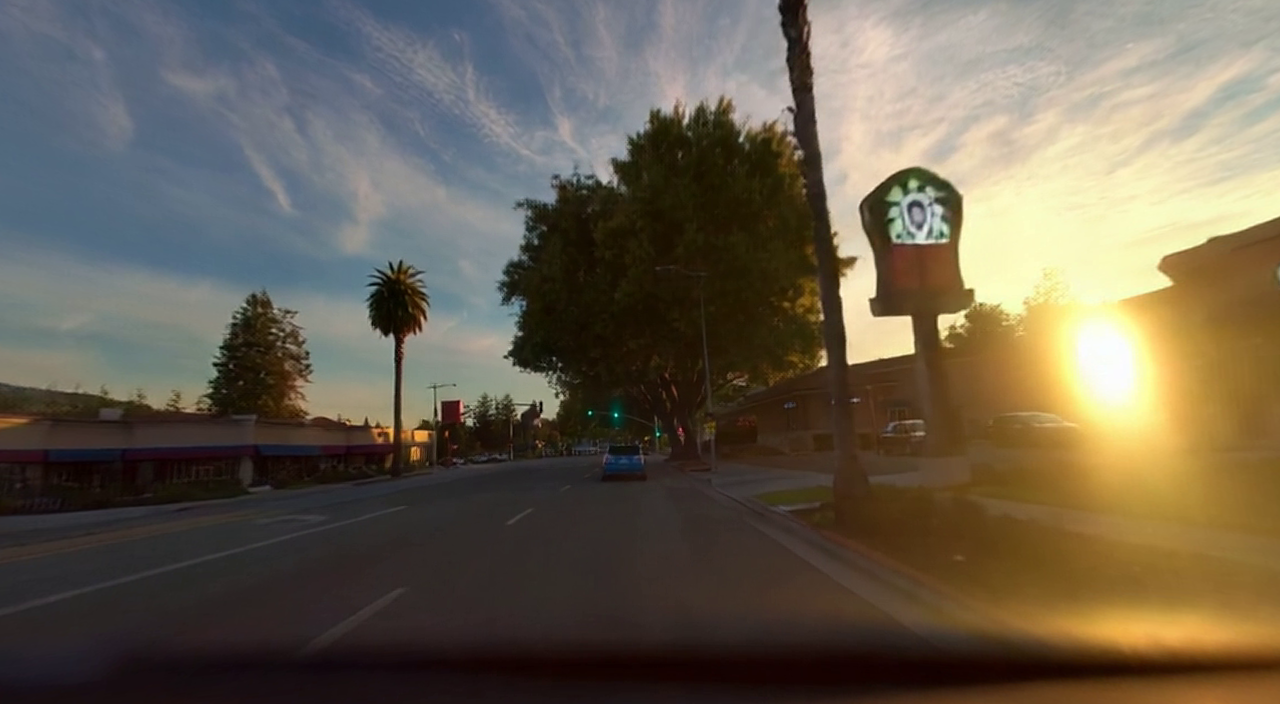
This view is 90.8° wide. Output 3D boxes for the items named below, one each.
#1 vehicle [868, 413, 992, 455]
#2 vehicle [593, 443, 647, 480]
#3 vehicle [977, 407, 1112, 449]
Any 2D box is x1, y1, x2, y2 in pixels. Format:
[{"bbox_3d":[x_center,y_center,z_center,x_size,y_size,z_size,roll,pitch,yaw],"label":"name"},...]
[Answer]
[{"bbox_3d":[12.533,3.659,27.618,1.873,1.657,4.557,5,-11,-30],"label":"vehicle"},{"bbox_3d":[-0.837,4.711,27.530,2.156,1.462,4.495,0,-8,-1],"label":"vehicle"},{"bbox_3d":[17.773,3.433,27.993,1.856,1.665,4.574,5,-10,-32],"label":"vehicle"}]
